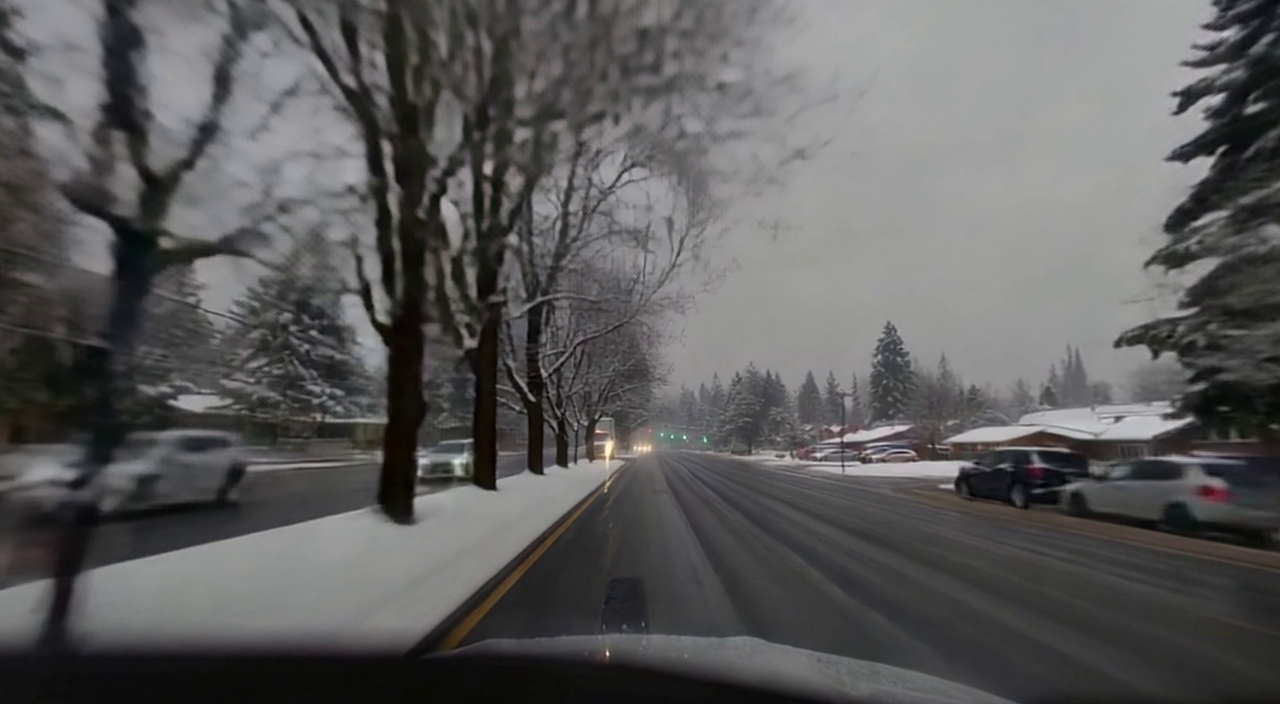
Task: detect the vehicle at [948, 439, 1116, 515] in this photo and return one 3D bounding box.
[{"bbox_3d":[11.762,3.724,19.423,2.178,1.858,4.726,4,-8,0],"label":"vehicle"}]

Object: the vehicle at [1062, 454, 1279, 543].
[{"bbox_3d":[11.542,3.020,13.621,1.869,1.522,4.295,0,-8,1],"label":"vehicle"}]

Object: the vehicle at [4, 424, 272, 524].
[{"bbox_3d":[-11.086,2.698,14.574,2.176,1.896,4.800,0,-8,0],"label":"vehicle"}]

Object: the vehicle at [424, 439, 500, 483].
[{"bbox_3d":[-7.181,4.429,25.898,1.934,1.619,3.991,0,-8,0],"label":"vehicle"}]
